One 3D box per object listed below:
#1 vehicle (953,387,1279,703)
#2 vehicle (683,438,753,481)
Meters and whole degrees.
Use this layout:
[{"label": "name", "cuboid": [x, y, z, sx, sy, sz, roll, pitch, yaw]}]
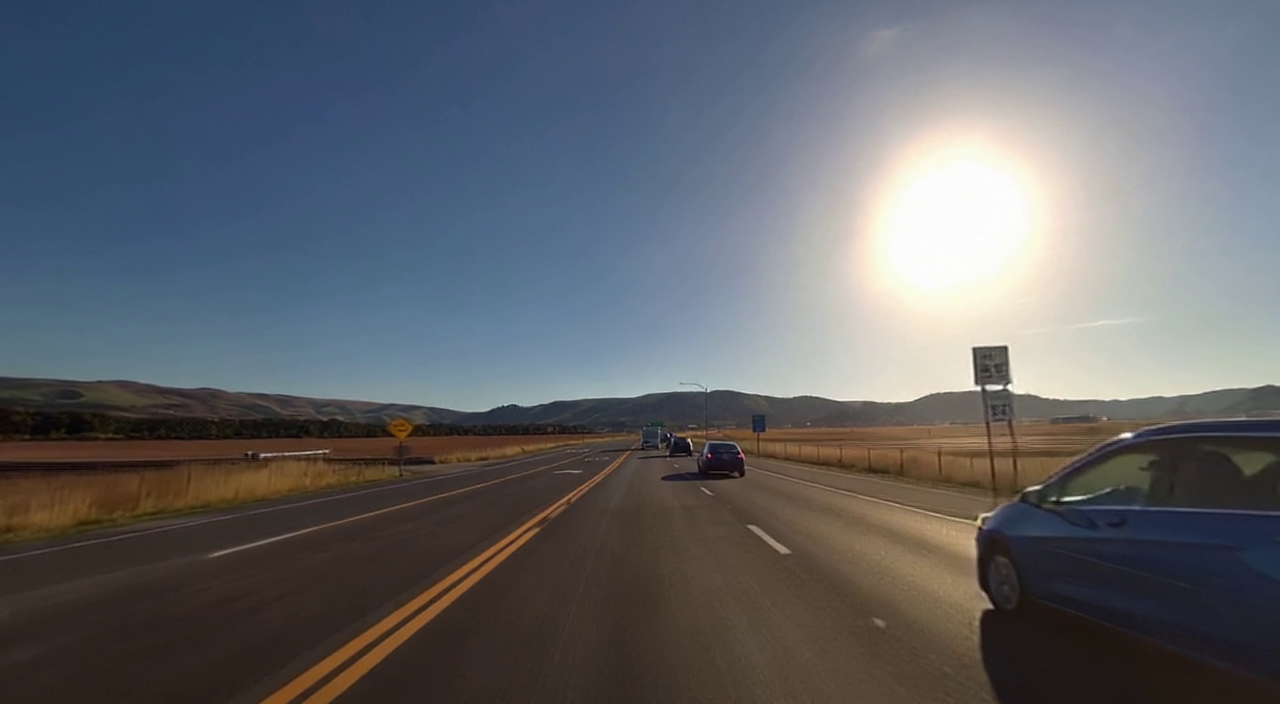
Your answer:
[{"label": "vehicle", "cuboid": [3.601, 1.004, 3.161, 2.007, 1.534, 3.976, 0, -8, 0]}, {"label": "vehicle", "cuboid": [2.939, 4.156, 24.690, 2.026, 1.531, 4.273, 0, -8, -2]}]
